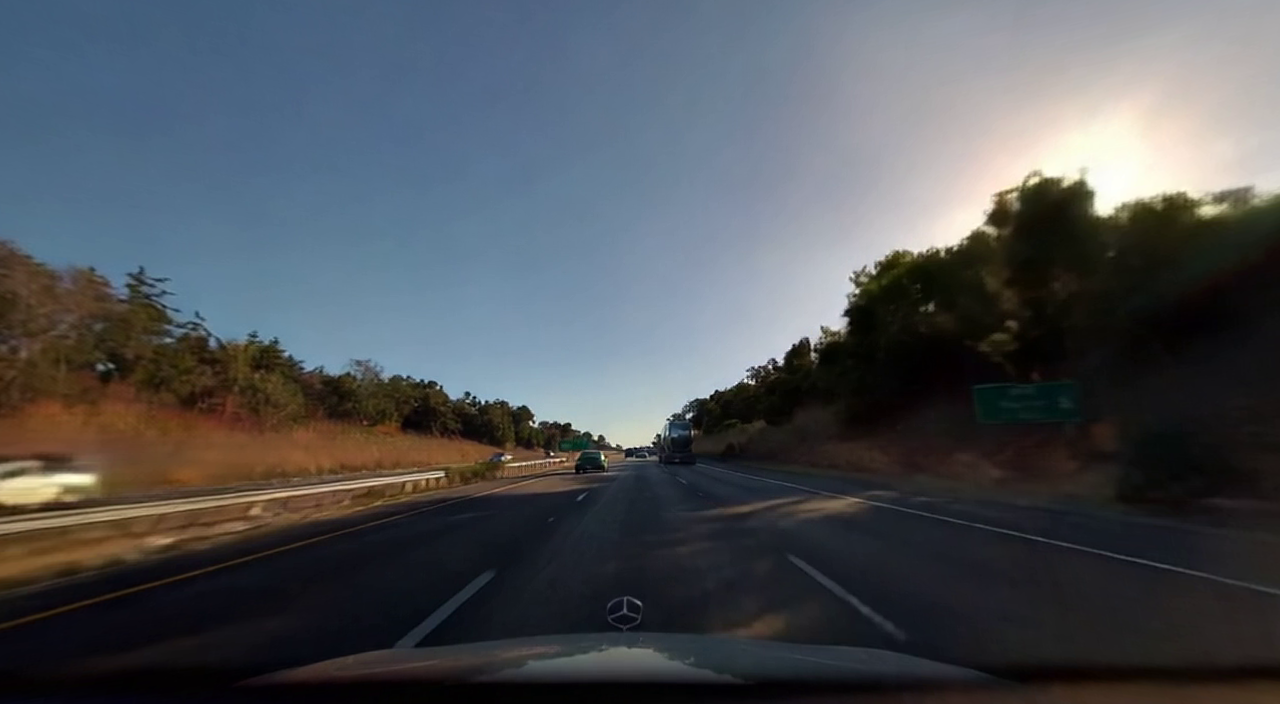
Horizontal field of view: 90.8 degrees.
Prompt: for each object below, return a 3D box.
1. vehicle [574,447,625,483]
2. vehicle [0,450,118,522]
[{"bbox_3d":[-1.791,5.205,29.348,2.013,1.498,3.908,-1,-9,2],"label":"vehicle"},{"bbox_3d":[-19.145,4.001,19.113,2.215,2.016,5.106,-1,-9,0],"label":"vehicle"}]
